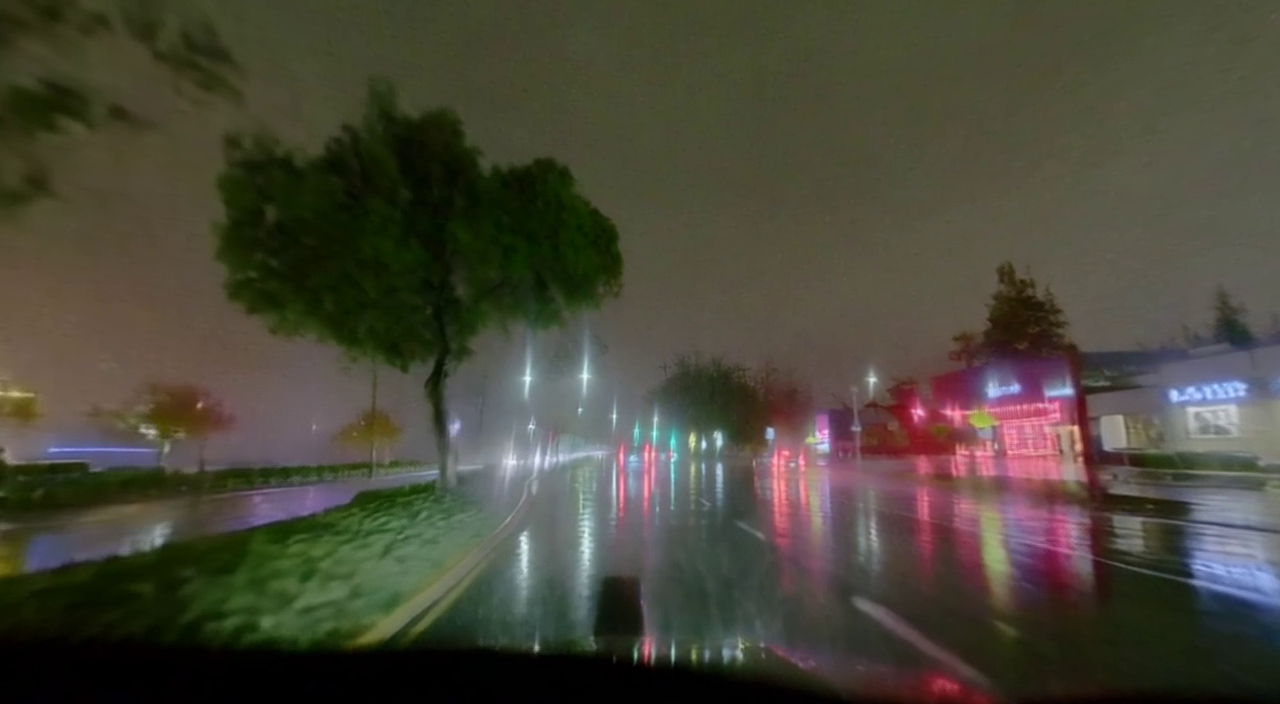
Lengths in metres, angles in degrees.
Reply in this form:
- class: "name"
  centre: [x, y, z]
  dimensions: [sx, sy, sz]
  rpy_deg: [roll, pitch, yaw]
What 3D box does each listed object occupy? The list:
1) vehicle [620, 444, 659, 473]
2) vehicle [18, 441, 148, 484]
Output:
- class: "vehicle"
  centre: [-0.073, 5.746, 34.062]
  dimensions: [1.998, 1.452, 3.773]
  rpy_deg: [0, -9, -2]
- class: "vehicle"
  centre: [-28.145, 5.571, 32.091]
  dimensions: [2.191, 1.947, 5.156]
  rpy_deg: [1, -9, -5]
